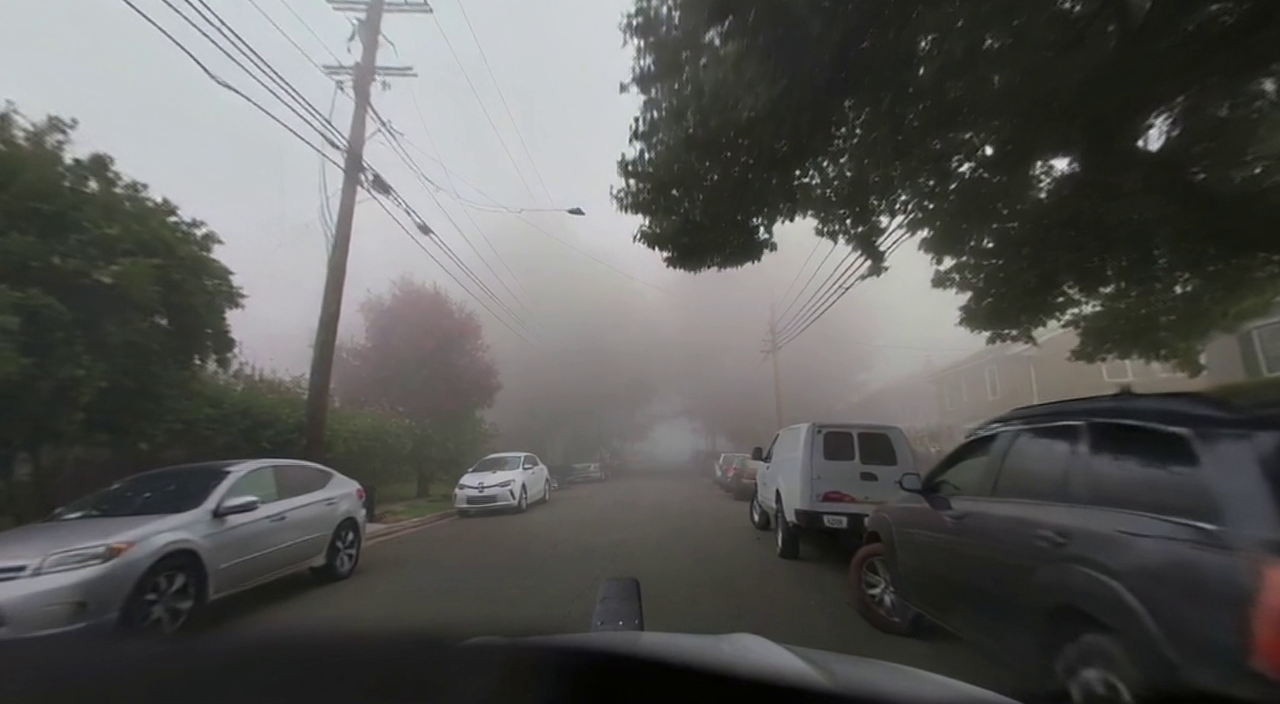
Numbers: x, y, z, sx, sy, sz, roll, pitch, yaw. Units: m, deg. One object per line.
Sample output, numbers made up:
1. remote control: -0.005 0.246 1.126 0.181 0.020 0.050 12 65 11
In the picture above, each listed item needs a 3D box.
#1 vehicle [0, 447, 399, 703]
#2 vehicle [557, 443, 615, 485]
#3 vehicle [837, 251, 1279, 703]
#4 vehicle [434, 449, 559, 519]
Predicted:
1. vehicle: -4.225 1.687 6.067 1.796 1.532 4.244 -1 -9 6
2. vehicle: -2.638 5.618 32.165 2.280 1.953 5.092 -1 -9 3
3. vehicle: 2.672 0.958 3.323 1.992 1.853 4.704 -1 -9 4
4. vehicle: -3.580 3.384 16.781 1.988 1.541 4.686 -1 -9 3
